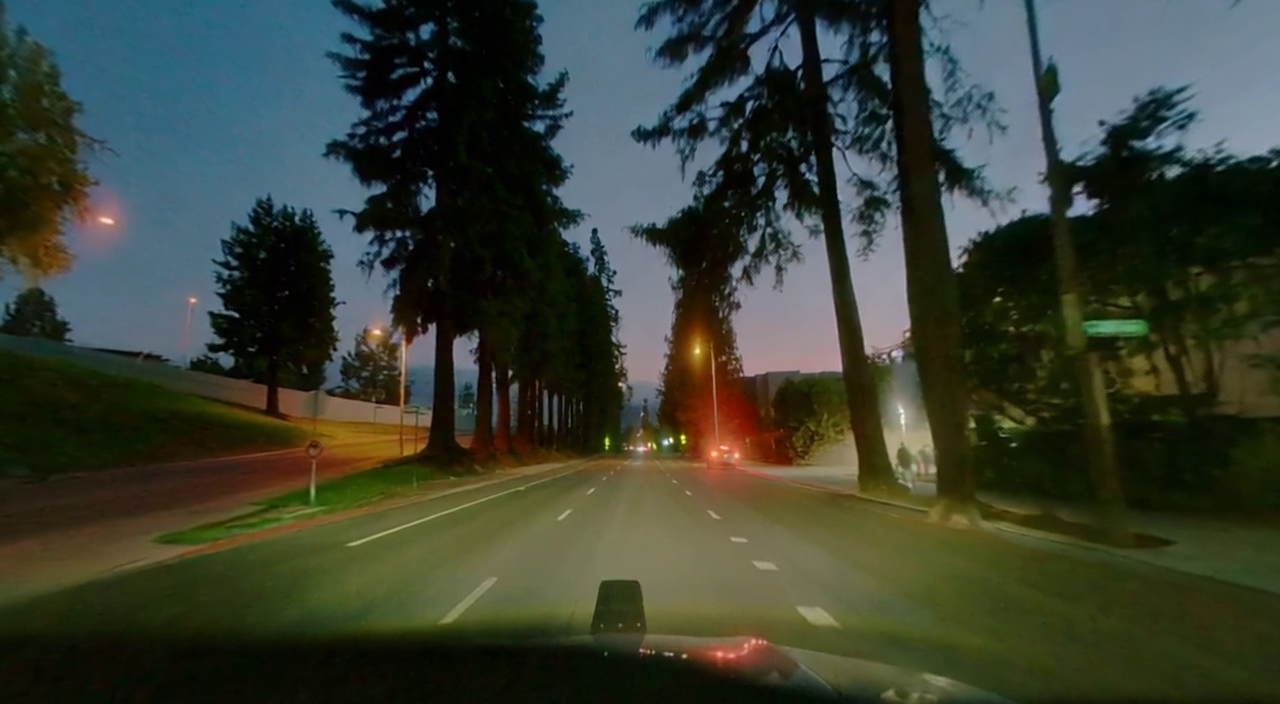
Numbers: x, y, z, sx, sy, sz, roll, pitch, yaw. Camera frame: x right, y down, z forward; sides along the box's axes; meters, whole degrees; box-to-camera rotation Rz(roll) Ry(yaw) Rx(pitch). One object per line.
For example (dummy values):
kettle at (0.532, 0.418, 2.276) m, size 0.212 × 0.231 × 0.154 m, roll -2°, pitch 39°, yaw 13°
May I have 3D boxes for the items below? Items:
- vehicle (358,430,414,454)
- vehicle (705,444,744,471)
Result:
vehicle at (-16.524, 5.905, 41.221) m, size 1.960 × 1.436 × 4.584 m, roll 1°, pitch -8°, yaw -3°
vehicle at (5.958, 7.451, 44.960) m, size 2.177 × 1.788 × 5.106 m, roll 0°, pitch -8°, yaw 1°
